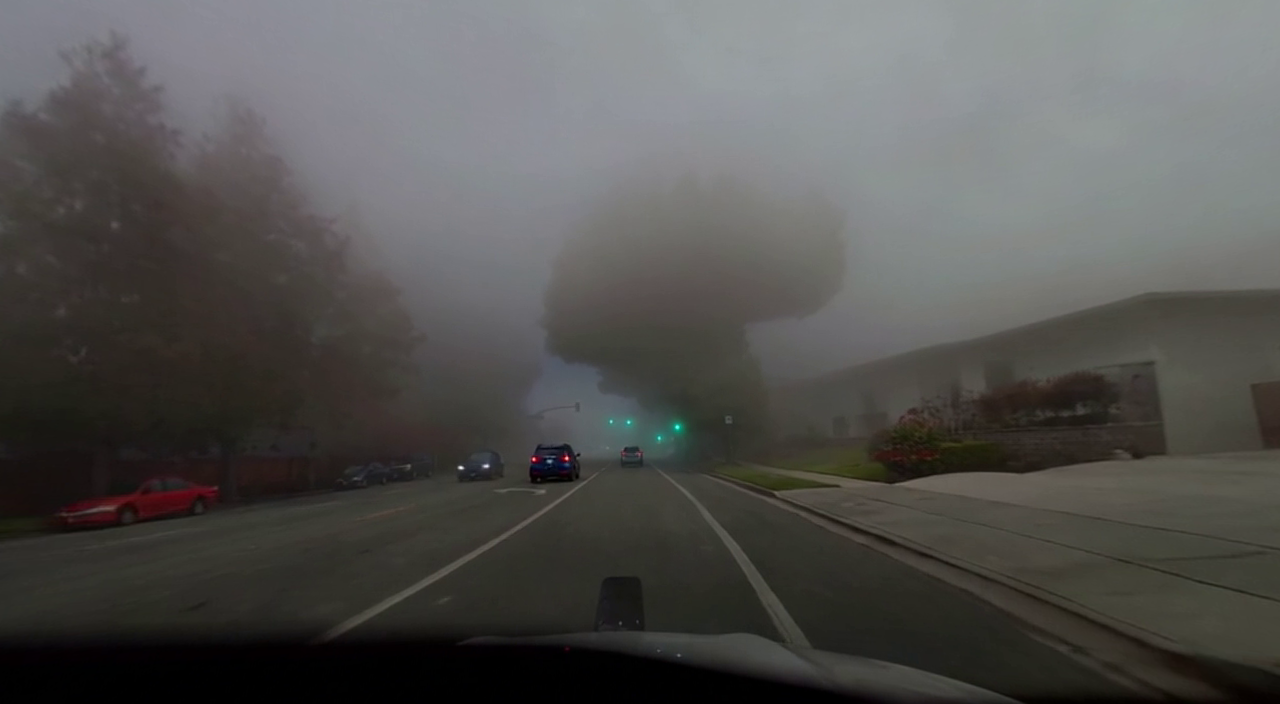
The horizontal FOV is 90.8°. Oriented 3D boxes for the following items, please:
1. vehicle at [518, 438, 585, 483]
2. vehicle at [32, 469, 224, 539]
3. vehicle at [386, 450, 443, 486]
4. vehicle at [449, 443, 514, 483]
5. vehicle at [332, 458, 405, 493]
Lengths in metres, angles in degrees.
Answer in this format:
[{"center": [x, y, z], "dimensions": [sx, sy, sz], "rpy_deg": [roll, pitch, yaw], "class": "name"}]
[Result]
[{"center": [-3.616, 4.551, 26.772], "dimensions": [2.097, 1.755, 4.336], "rpy_deg": [0, -8, 1], "class": "vehicle"}, {"center": [-14.727, 4.343, 18.599], "dimensions": [1.874, 1.392, 4.633], "rpy_deg": [-7, -8, -1], "class": "vehicle"}, {"center": [-14.551, 7.474, 41.063], "dimensions": [1.996, 1.886, 4.692], "rpy_deg": [-6, -8, -1], "class": "vehicle"}, {"center": [-8.050, 5.654, 32.503], "dimensions": [2.084, 1.731, 4.595], "rpy_deg": [-4, -8, 0], "class": "vehicle"}, {"center": [-14.661, 6.667, 34.414], "dimensions": [1.880, 1.476, 4.715], "rpy_deg": [-6, -8, 0], "class": "vehicle"}]
